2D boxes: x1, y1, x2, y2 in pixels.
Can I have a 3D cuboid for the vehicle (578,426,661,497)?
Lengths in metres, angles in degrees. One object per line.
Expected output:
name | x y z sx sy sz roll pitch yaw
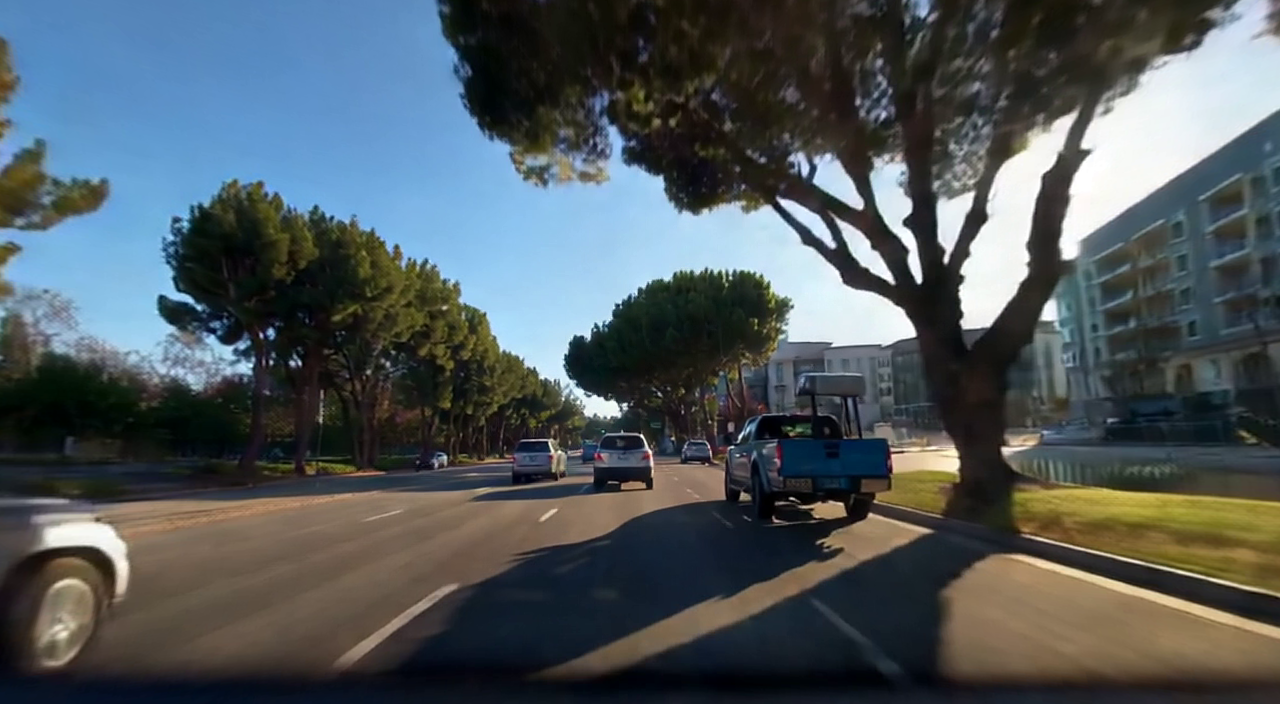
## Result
vehicle | -0.473 3.055 17.896 2.075 1.770 4.018 0 -8 1

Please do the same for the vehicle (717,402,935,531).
vehicle | 3.347 2.278 13.193 2.655 2.054 6.098 0 -8 0

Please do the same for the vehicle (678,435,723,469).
vehicle | 3.582 6.046 38.226 2.183 1.948 4.633 0 -8 -2

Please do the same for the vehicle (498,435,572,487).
vehicle | -3.611 3.806 22.316 1.894 1.642 3.861 0 -8 1

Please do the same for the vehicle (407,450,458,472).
vehicle | -14.805 7.762 45.232 2.001 1.441 4.488 0 -8 1

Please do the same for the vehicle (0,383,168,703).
vehicle | -3.971 0.755 1.558 1.959 1.614 4.676 0 -8 0
